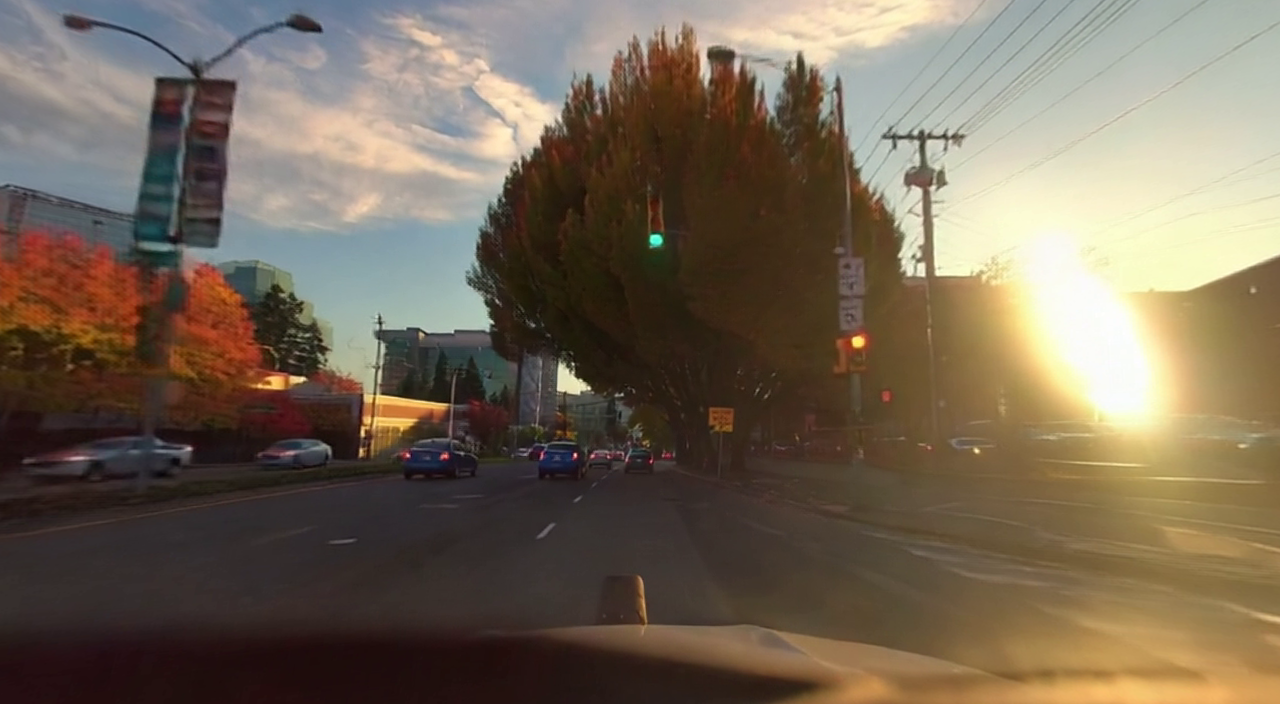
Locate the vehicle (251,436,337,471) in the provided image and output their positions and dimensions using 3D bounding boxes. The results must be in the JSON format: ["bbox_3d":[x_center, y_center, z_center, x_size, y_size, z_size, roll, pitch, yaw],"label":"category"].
[{"bbox_3d":[-19.566,5.726,35.893,2.118,1.798,4.923,1,-8,0],"label":"vehicle"}]

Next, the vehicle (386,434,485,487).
[{"bbox_3d":[-6.868,3.666,21.676,1.932,1.596,4.247,1,-8,1],"label":"vehicle"}]

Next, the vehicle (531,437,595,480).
[{"bbox_3d":[-3.235,4.578,27.393,2.085,1.663,4.513,1,-8,1],"label":"vehicle"}]

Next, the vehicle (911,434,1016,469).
[{"bbox_3d":[14.678,4.518,28.863,1.826,1.474,4.254,3,-8,-15],"label":"vehicle"}]

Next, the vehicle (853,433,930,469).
[{"bbox_3d":[13.331,5.249,33.692,1.862,1.559,3.959,-4,-5,-11],"label":"vehicle"}]

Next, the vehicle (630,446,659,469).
[{"bbox_3d":[0.345,8.269,49.533,2.144,1.704,4.028,1,-8,0],"label":"vehicle"}]

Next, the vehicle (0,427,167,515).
[{"bbox_3d":[-11.737,2.211,12.114,1.872,1.475,4.325,1,-8,0],"label":"vehicle"}]
